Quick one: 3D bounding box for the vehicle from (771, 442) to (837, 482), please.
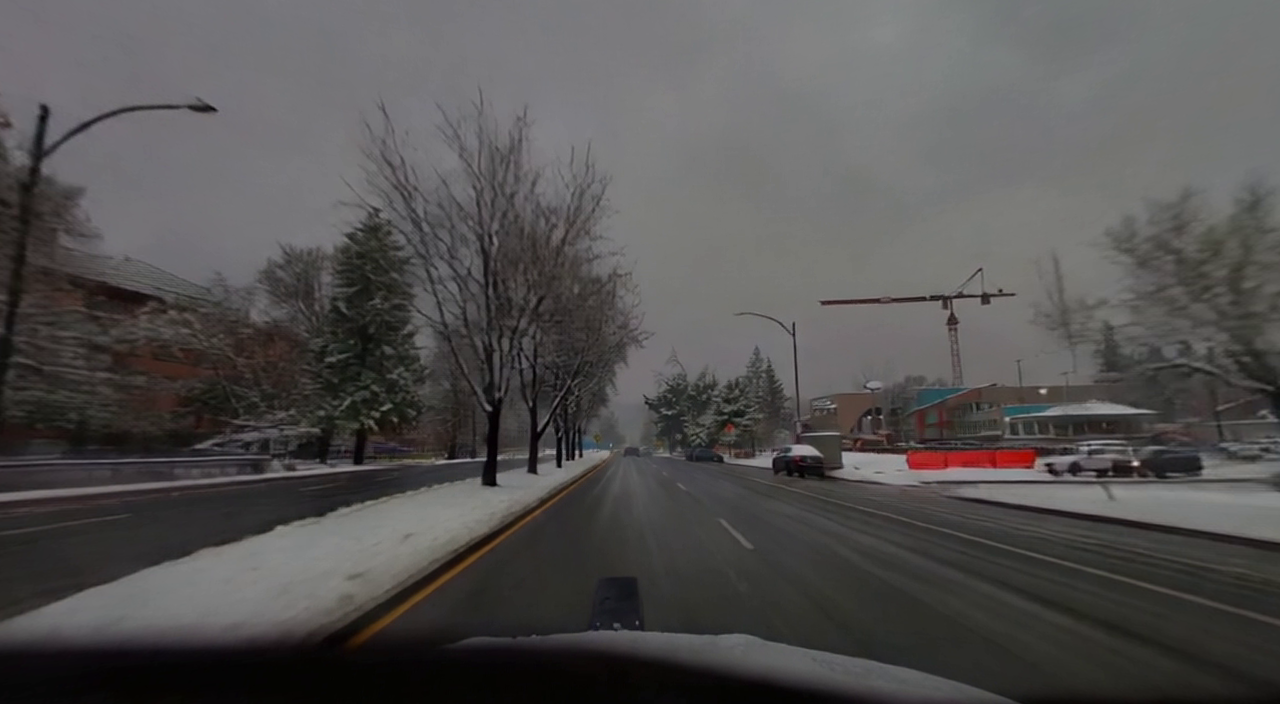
[{"bbox_3d":[7.939,5.316,30.970,2.080,1.706,4.392,3,-8,0],"label":"vehicle"}]

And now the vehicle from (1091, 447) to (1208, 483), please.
[{"bbox_3d":[23.871,5.274,29.822,1.786,1.495,4.183,2,-8,-6],"label":"vehicle"}]

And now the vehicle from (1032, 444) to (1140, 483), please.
[{"bbox_3d":[20.852,5.182,29.757,1.965,1.690,4.077,0,-8,-2],"label":"vehicle"}]
